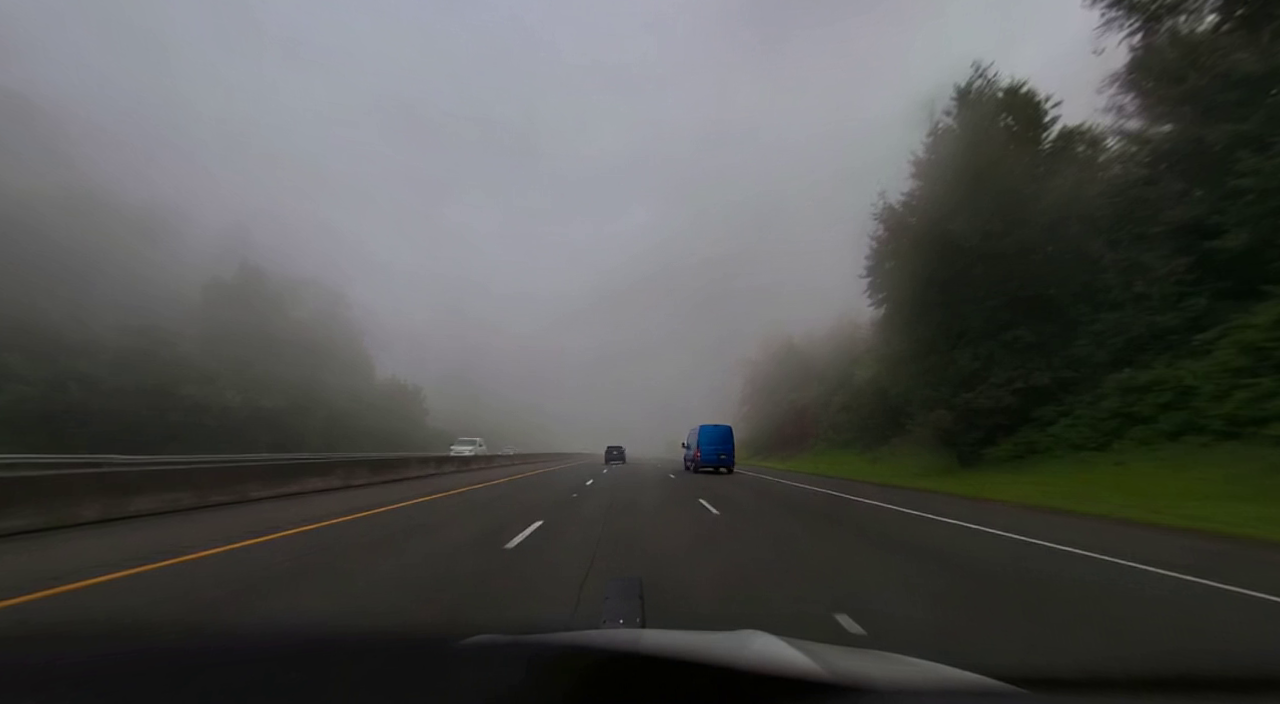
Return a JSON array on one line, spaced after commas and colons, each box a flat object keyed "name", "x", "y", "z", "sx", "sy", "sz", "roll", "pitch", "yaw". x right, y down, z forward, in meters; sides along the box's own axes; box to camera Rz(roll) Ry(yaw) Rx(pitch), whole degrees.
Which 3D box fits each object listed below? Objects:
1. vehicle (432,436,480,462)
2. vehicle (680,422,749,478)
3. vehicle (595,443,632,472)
[{"name": "vehicle", "x": -12.894, "y": 6.854, "z": 44.475, "sx": 2.014, "sy": 1.681, "sz": 4.914, "roll": 0, "pitch": -9, "yaw": -2}, {"name": "vehicle", "x": 3.627, "y": 4.998, "z": 32.175, "sx": 2.552, "sy": 2.524, "sz": 6.630, "roll": 0, "pitch": -9, "yaw": -1}, {"name": "vehicle", "x": -1.580, "y": 6.565, "z": 39.302, "sx": 2.069, "sy": 1.666, "sz": 4.338, "roll": 0, "pitch": -9, "yaw": 1}]
